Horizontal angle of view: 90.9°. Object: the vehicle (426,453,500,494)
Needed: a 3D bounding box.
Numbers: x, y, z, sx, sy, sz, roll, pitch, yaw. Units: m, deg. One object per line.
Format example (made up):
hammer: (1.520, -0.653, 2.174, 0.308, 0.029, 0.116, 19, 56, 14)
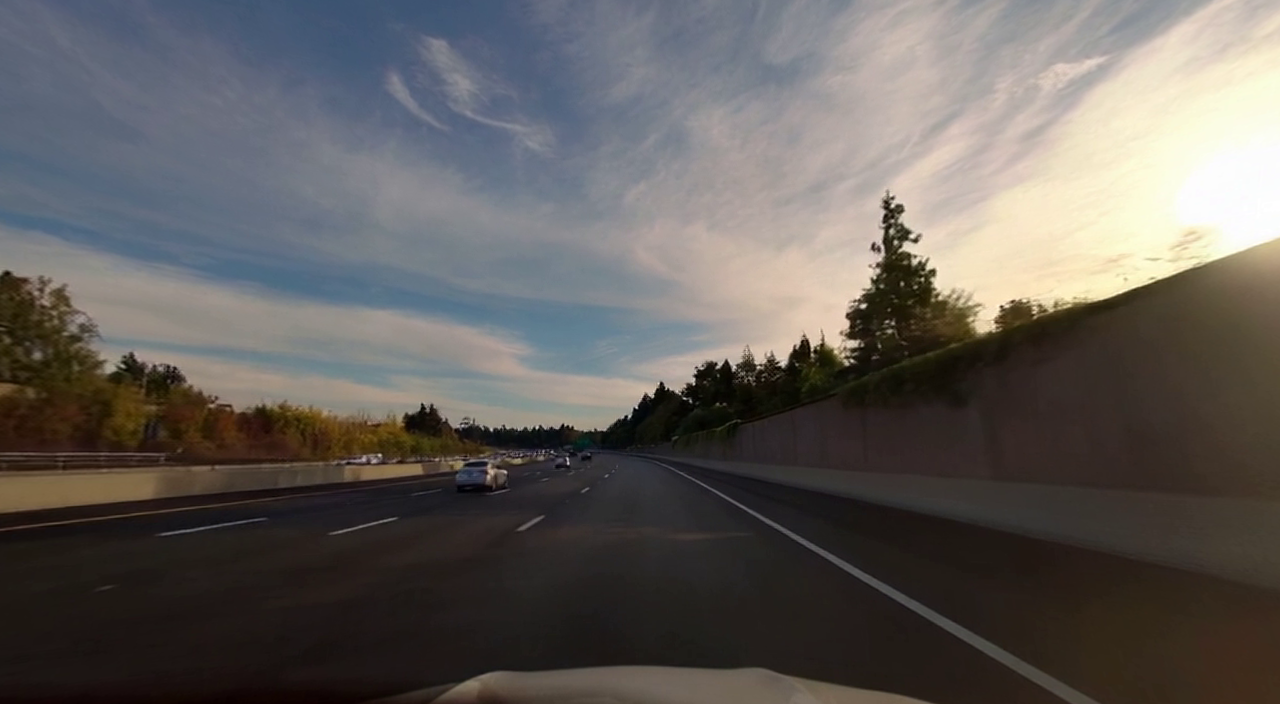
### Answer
vehicle: (-6.896, 4.749, 24.884, 1.782, 1.441, 3.751, 0, -9, 1)
